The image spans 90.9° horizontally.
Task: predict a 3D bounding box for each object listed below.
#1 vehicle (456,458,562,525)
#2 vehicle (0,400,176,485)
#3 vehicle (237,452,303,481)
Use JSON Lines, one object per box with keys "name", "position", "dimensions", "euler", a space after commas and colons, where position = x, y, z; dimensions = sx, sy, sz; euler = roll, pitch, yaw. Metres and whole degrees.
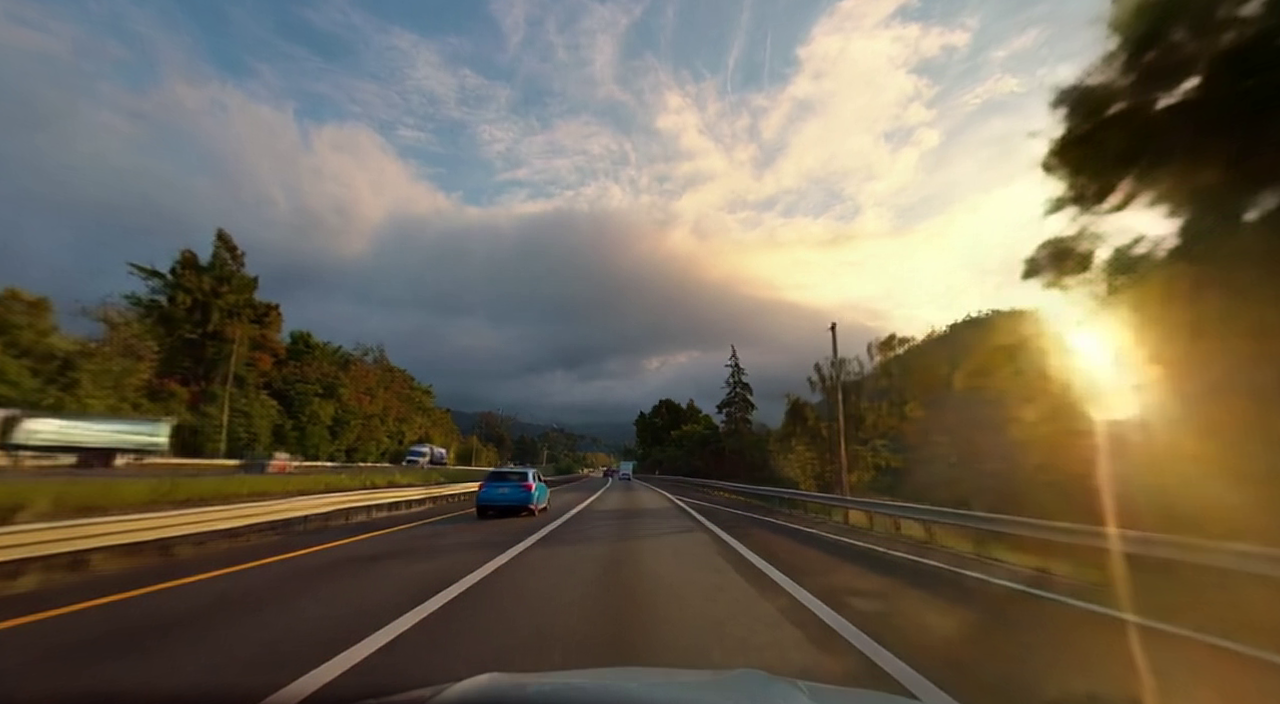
{"name": "vehicle", "position": [-3.444, 3.770, 17.436], "dimensions": [1.967, 1.556, 4.364], "euler": [1, -10, 0]}
{"name": "vehicle", "position": [-28.242, 4.649, 31.094], "dimensions": [2.808, 3.437, 10.955], "euler": [1, -10, -4]}
{"name": "vehicle", "position": [-24.915, 7.732, 42.570], "dimensions": [1.984, 1.800, 4.321], "euler": [1, -10, -4]}
